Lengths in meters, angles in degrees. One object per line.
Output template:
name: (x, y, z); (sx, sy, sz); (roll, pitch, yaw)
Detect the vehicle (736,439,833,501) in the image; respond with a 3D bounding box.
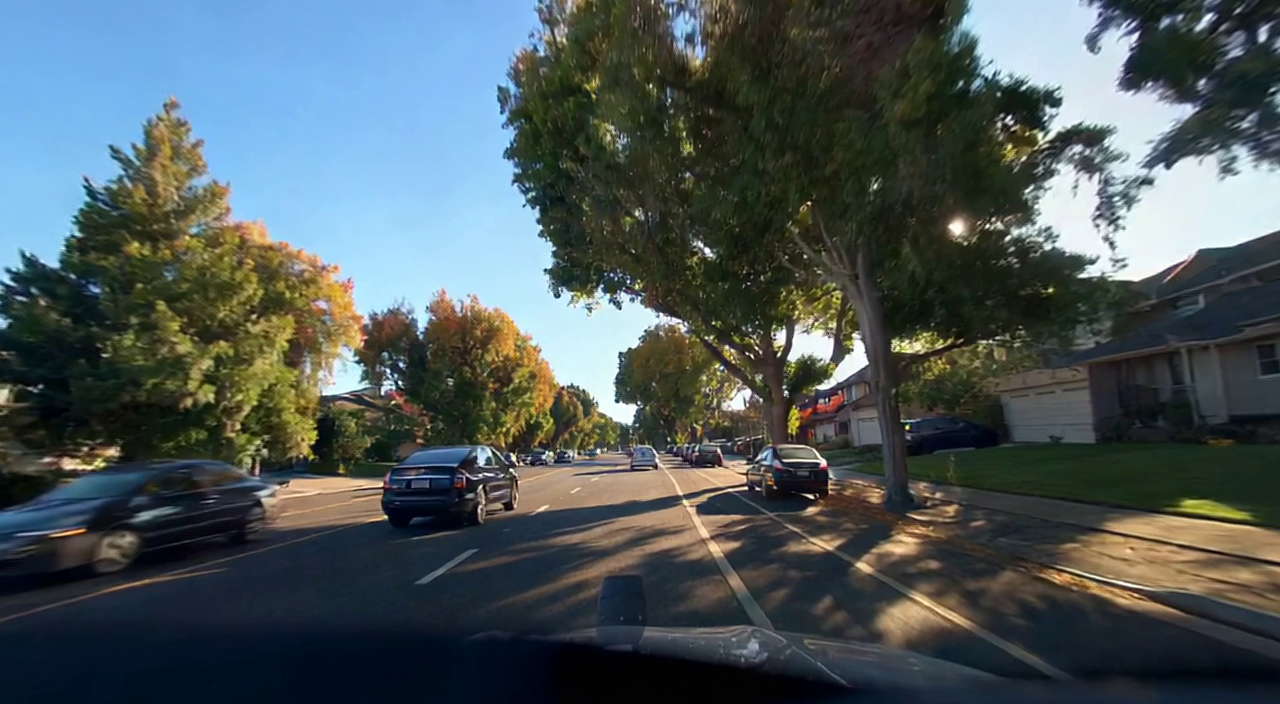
vehicle: (4.065, 3.372, 18.446); (1.897, 1.589, 4.053); (0, -9, 0)

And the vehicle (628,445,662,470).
vehicle: (0.352, 6.671, 40.316); (2.088, 1.495, 4.048); (0, -9, 1)

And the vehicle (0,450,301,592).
vehicle: (-7.372, 2.265, 9.431); (1.977, 1.538, 4.447); (-1, -9, 3)

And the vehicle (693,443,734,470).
vehicle: (4.824, 6.972, 42.281); (2.045, 1.702, 4.916); (0, -9, -1)

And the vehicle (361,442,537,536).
vehicle: (-3.430, 2.530, 12.377); (2.027, 1.477, 4.413); (0, -9, 1)
